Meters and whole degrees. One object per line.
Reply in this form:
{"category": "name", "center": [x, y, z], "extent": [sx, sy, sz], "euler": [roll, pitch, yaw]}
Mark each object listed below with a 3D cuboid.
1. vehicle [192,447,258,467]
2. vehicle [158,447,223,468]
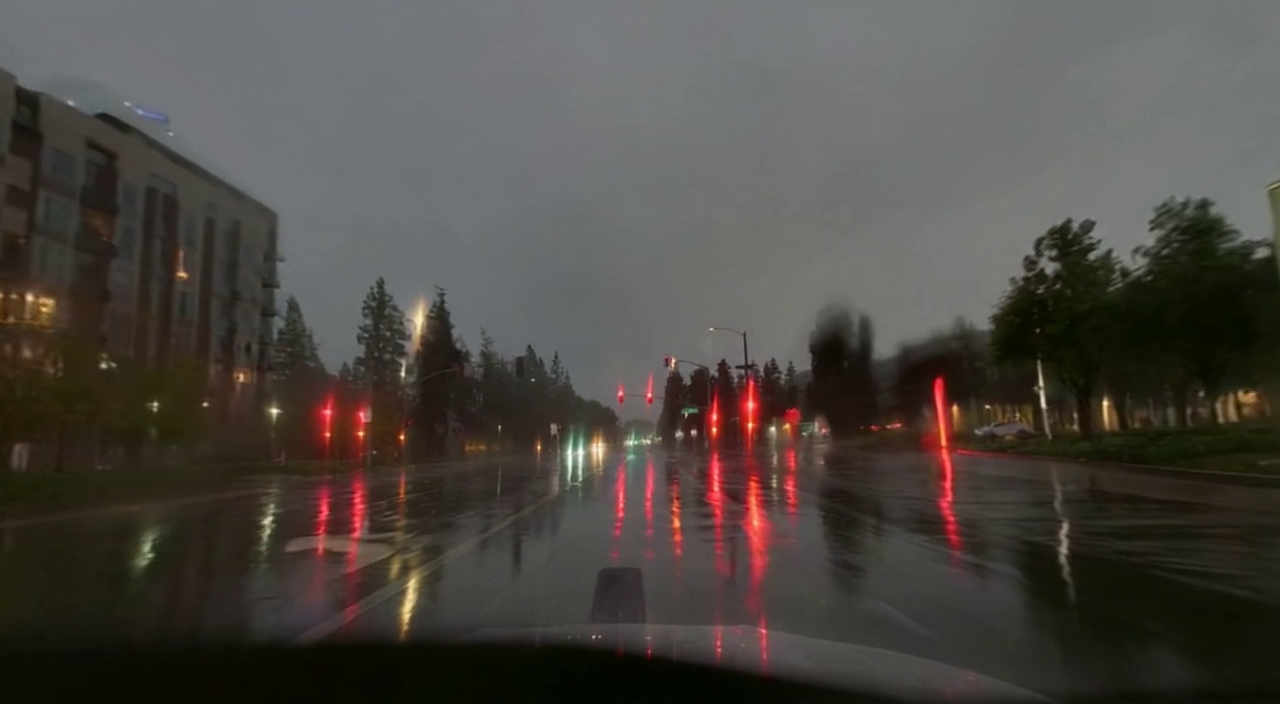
{"category": "vehicle", "center": [-32.072, 8.101, 48.874], "extent": [1.852, 1.485, 4.683], "euler": [0, -9, 1]}
{"category": "vehicle", "center": [-34.703, 8.144, 48.790], "extent": [1.916, 1.522, 4.217], "euler": [0, -8, 0]}
